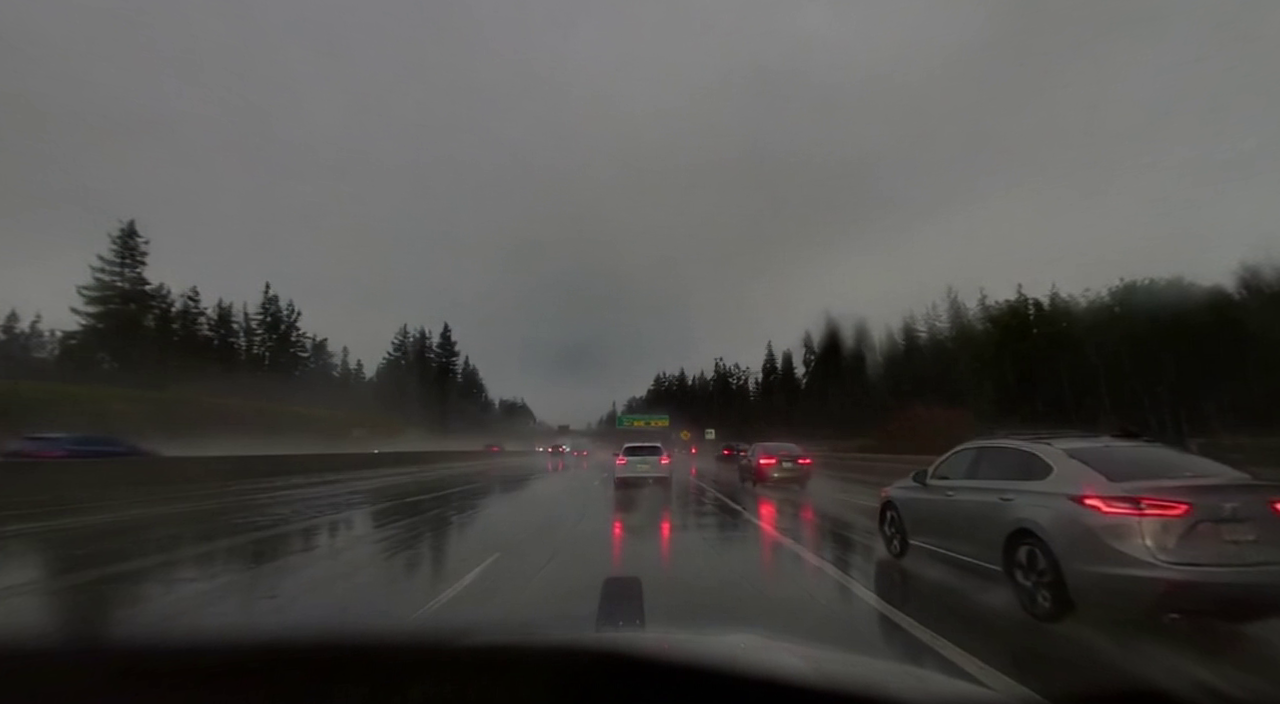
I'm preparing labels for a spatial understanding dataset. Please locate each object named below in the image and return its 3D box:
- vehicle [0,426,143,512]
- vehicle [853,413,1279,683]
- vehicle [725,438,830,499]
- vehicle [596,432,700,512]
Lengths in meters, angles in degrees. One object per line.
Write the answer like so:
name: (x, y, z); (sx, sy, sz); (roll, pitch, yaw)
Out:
vehicle: (-14.028, 2.553, 13.983); (2.104, 1.728, 4.679); (0, -9, 0)
vehicle: (3.723, 1.434, 5.794); (1.979, 1.504, 4.377); (0, -9, 0)
vehicle: (3.746, 3.251, 17.934); (2.044, 1.523, 3.947); (0, -9, -1)
vehicle: (0.166, 2.661, 14.378); (2.044, 1.554, 3.824); (0, -9, 0)
